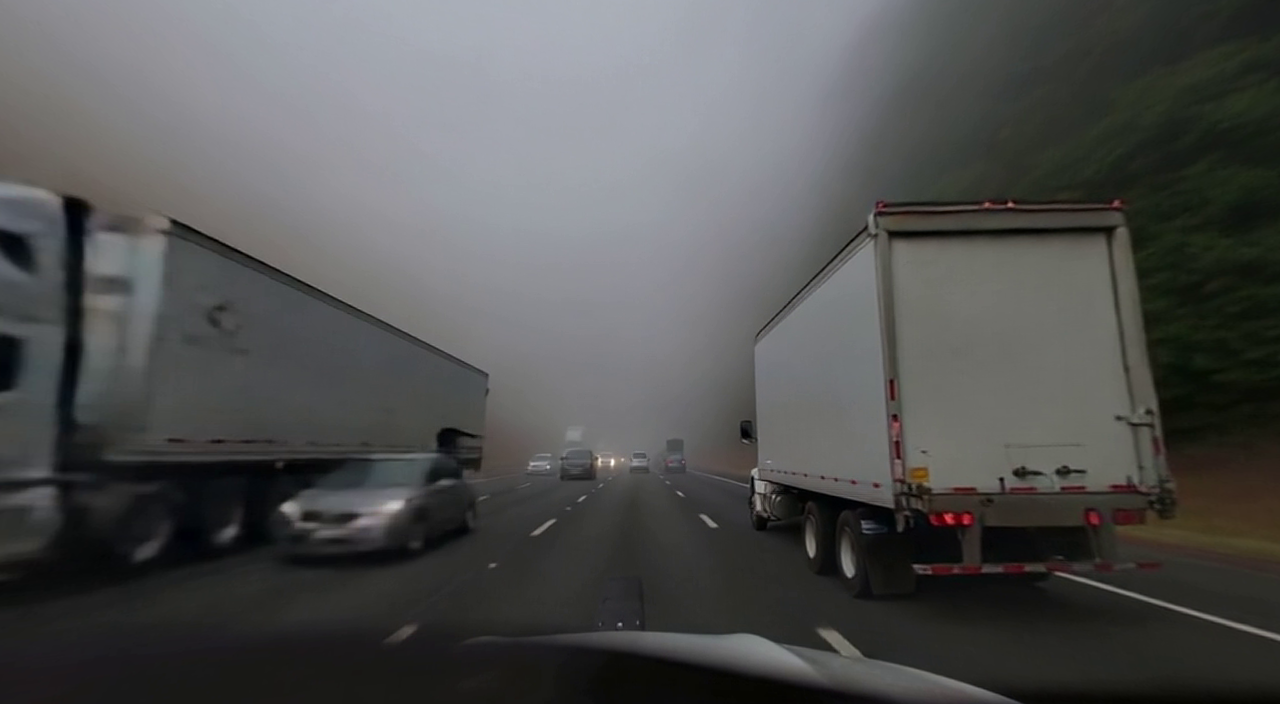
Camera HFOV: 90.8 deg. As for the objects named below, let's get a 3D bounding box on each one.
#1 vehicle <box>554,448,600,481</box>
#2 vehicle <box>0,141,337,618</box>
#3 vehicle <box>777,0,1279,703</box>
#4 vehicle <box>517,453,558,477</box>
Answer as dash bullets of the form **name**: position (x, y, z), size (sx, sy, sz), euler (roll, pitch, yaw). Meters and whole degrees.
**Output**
- **vehicle**: position (-3.367, 6.088, 34.313), size (2.008, 1.671, 4.126), euler (0, -9, 1)
- **vehicle**: position (-6.809, 0.626, 7.949), size (2.910, 3.989, 5.837), euler (0, -9, 0)
- **vehicle**: position (3.211, -0.432, 1.182), size (2.845, 4.071, 14.008), euler (0, -9, 0)
- **vehicle**: position (-6.806, 7.547, 42.348), size (1.911, 1.422, 4.515), euler (0, -9, 1)
